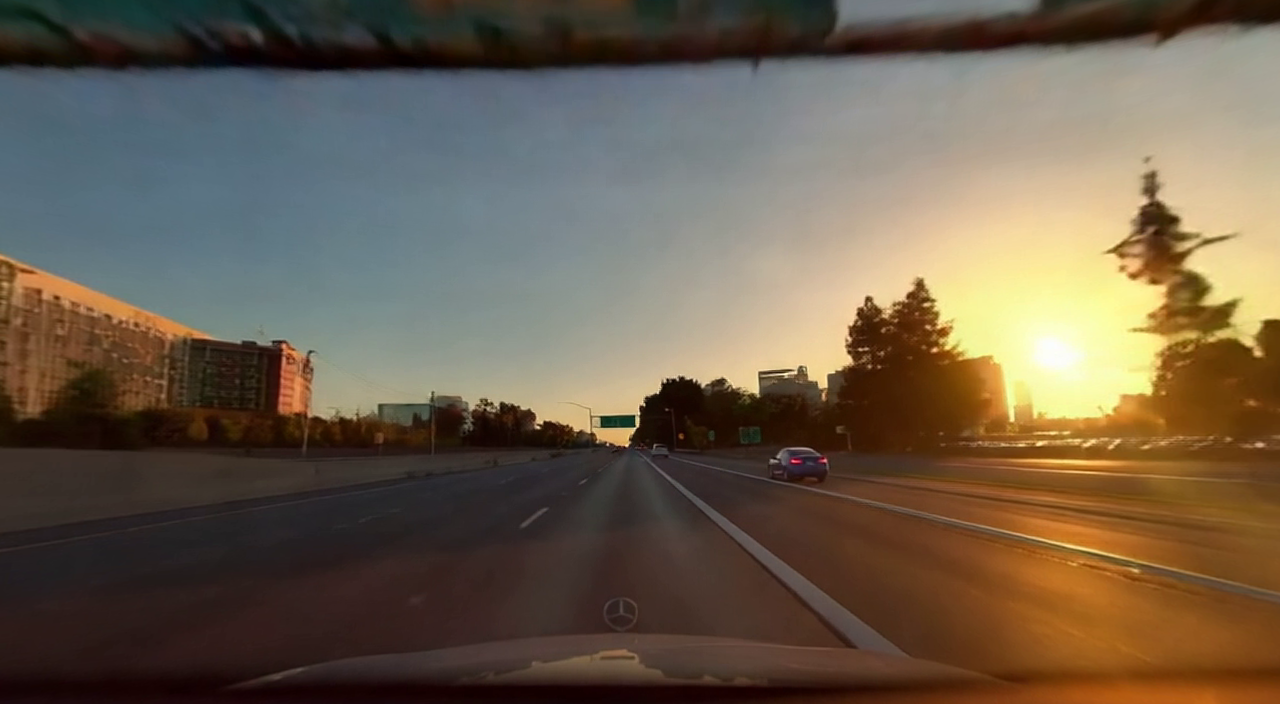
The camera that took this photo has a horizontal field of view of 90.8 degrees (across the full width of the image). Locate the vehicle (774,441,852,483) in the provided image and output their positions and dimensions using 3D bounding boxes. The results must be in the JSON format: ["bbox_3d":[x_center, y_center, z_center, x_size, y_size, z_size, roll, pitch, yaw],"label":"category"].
[{"bbox_3d":[6.872,4.383,25.578,1.958,1.498,4.447,0,-8,1],"label":"vehicle"}]
